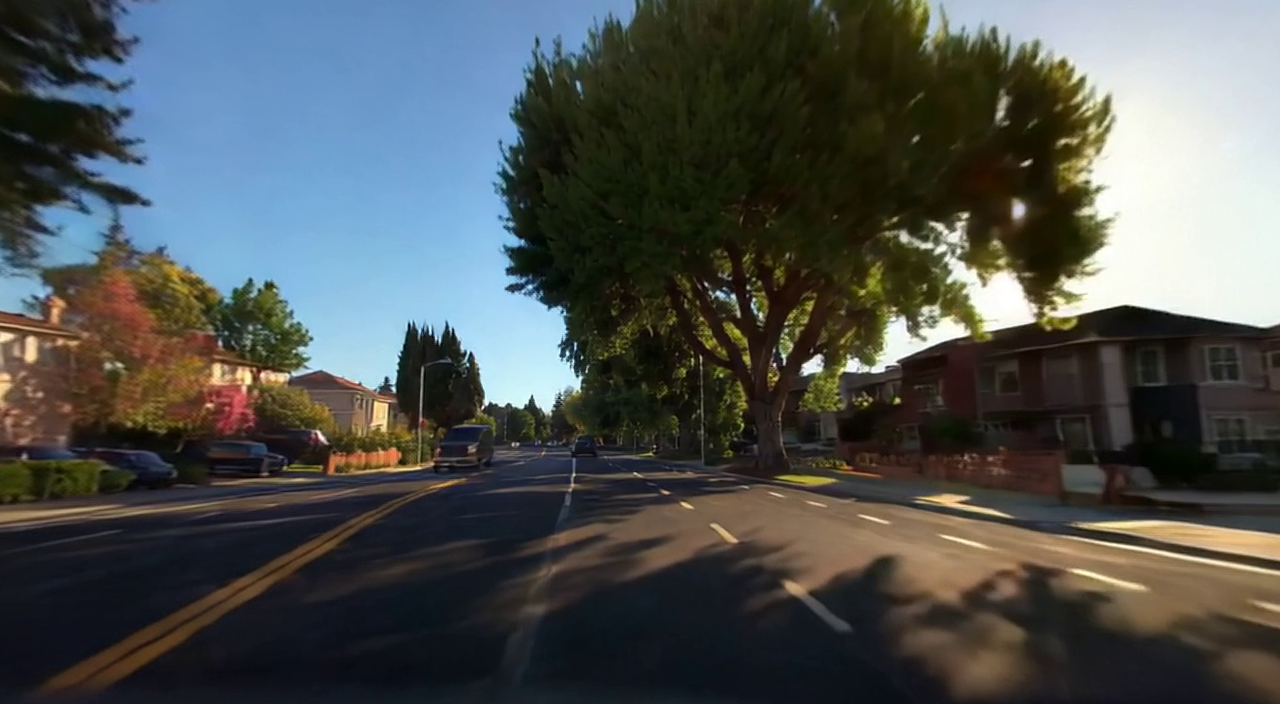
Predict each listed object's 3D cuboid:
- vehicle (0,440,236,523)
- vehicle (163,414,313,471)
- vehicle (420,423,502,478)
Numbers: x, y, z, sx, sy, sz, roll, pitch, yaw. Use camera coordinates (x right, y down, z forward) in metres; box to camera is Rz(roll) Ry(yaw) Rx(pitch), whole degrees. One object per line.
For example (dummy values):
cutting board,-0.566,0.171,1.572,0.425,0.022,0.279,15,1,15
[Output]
vehicle,-12.028,2.944,14.954,1.881,1.655,4.177,0,-8,3
vehicle,-20.757,4.705,32.690,6.474,2.781,2.364,-1,-9,10
vehicle,-7.332,4.100,26.368,2.281,2.069,4.797,1,-8,-4
